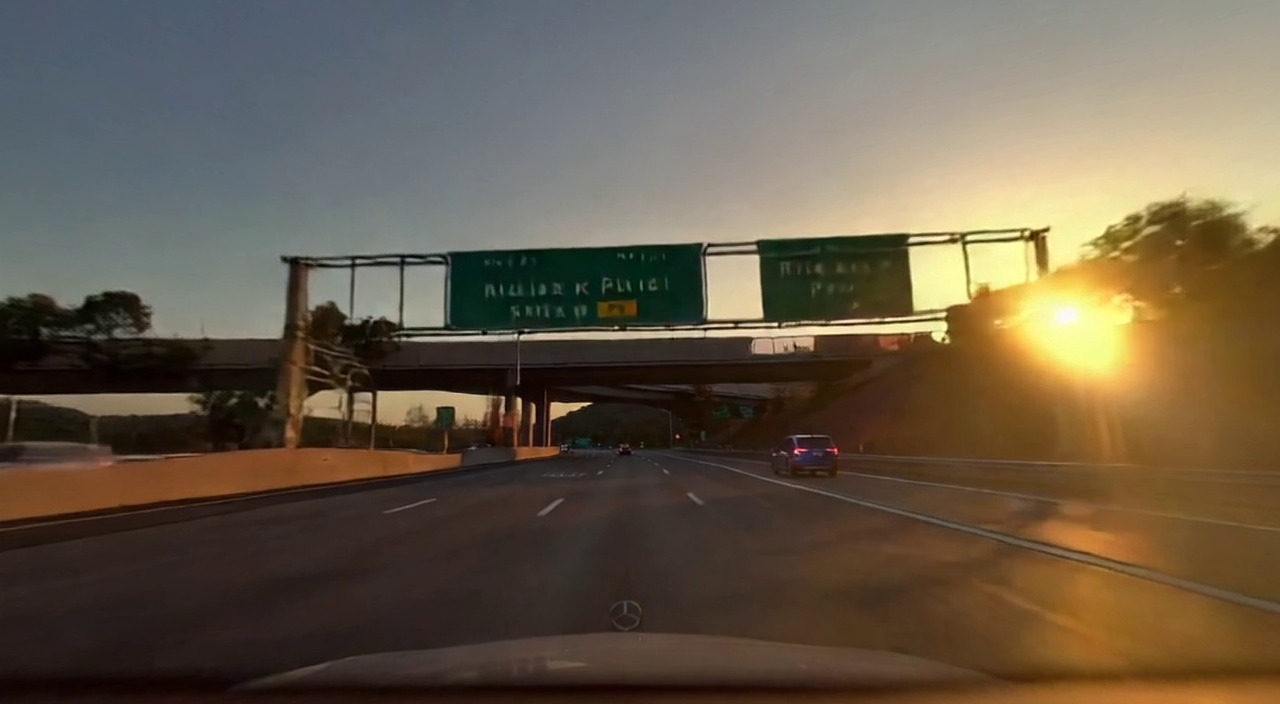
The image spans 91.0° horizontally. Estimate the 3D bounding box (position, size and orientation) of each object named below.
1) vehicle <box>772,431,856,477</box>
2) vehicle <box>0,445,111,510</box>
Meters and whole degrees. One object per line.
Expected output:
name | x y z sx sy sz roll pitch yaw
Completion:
vehicle | 7.030 4.193 26.009 2.091 1.711 4.383 0 -9 -2
vehicle | -15.884 3.072 15.609 1.961 1.511 4.018 0 -9 1
